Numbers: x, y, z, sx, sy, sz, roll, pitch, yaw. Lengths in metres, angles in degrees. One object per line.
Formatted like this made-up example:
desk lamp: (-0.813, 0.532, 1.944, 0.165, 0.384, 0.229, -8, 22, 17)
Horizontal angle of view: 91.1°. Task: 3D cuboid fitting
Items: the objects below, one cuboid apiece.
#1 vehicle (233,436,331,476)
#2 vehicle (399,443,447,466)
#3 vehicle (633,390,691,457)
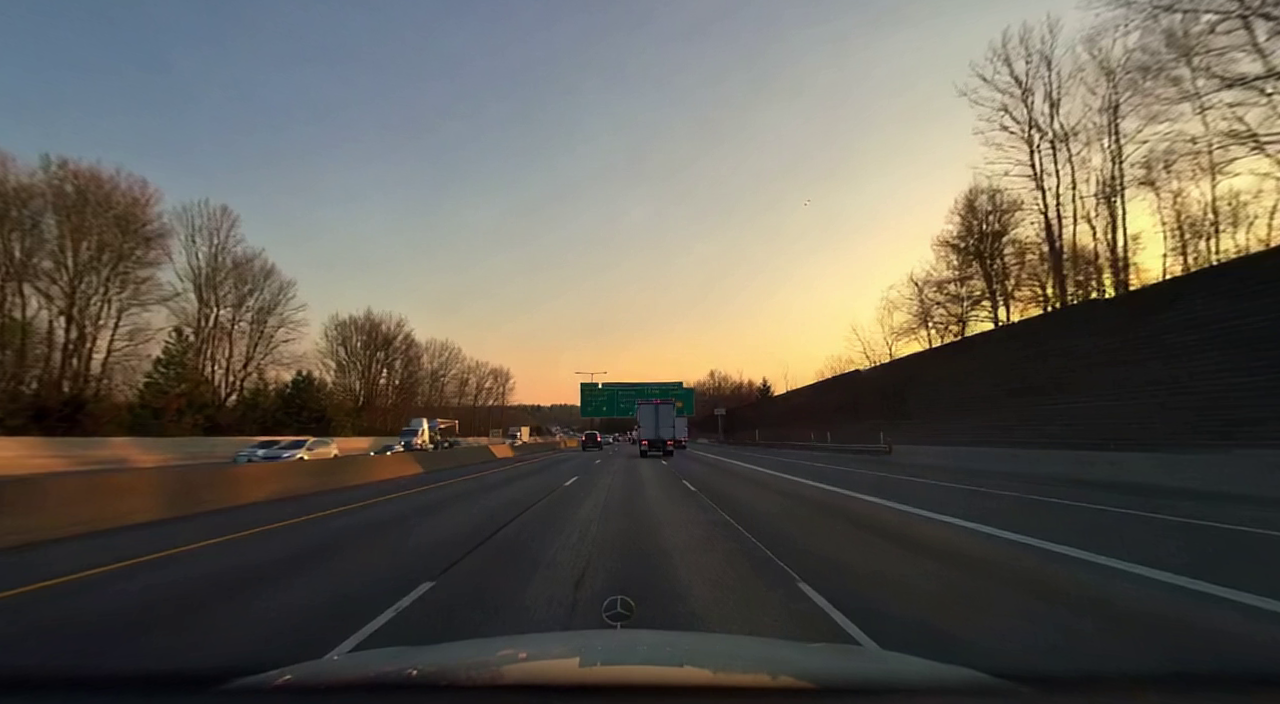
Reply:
vehicle: (-18.813, 5.454, 33.427, 2.106, 1.954, 5.200, 0, -8, 0)
vehicle: (-14.687, 6.937, 42.718, 1.772, 1.463, 3.906, 0, -8, 1)
vehicle: (1.208, 5.431, 45.758, 2.965, 3.972, 16.689, 0, -8, -2)
